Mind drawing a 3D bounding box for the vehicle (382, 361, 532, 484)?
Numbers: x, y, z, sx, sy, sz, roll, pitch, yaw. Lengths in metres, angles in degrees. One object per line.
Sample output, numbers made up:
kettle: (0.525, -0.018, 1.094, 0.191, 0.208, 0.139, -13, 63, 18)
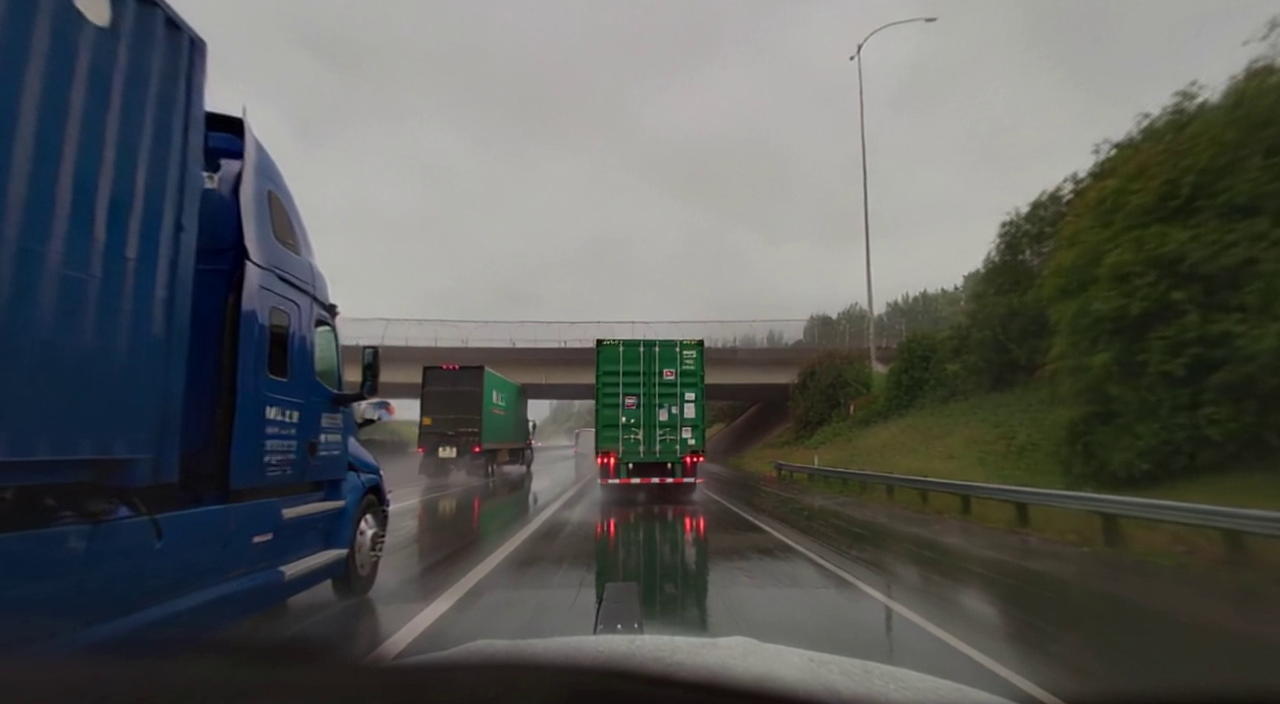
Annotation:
vehicle: (-7.240, 3.265, 27.523, 3.023, 4.139, 11.860, 0, -9, 0)

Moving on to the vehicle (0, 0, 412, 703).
vehicle: (-3.477, -0.272, 1.496, 3.187, 3.949, 6.963, 0, -9, 0)

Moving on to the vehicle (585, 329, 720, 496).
vehicle: (0.189, 2.053, 19.745, 3.357, 4.212, 7.519, 0, -9, -2)
